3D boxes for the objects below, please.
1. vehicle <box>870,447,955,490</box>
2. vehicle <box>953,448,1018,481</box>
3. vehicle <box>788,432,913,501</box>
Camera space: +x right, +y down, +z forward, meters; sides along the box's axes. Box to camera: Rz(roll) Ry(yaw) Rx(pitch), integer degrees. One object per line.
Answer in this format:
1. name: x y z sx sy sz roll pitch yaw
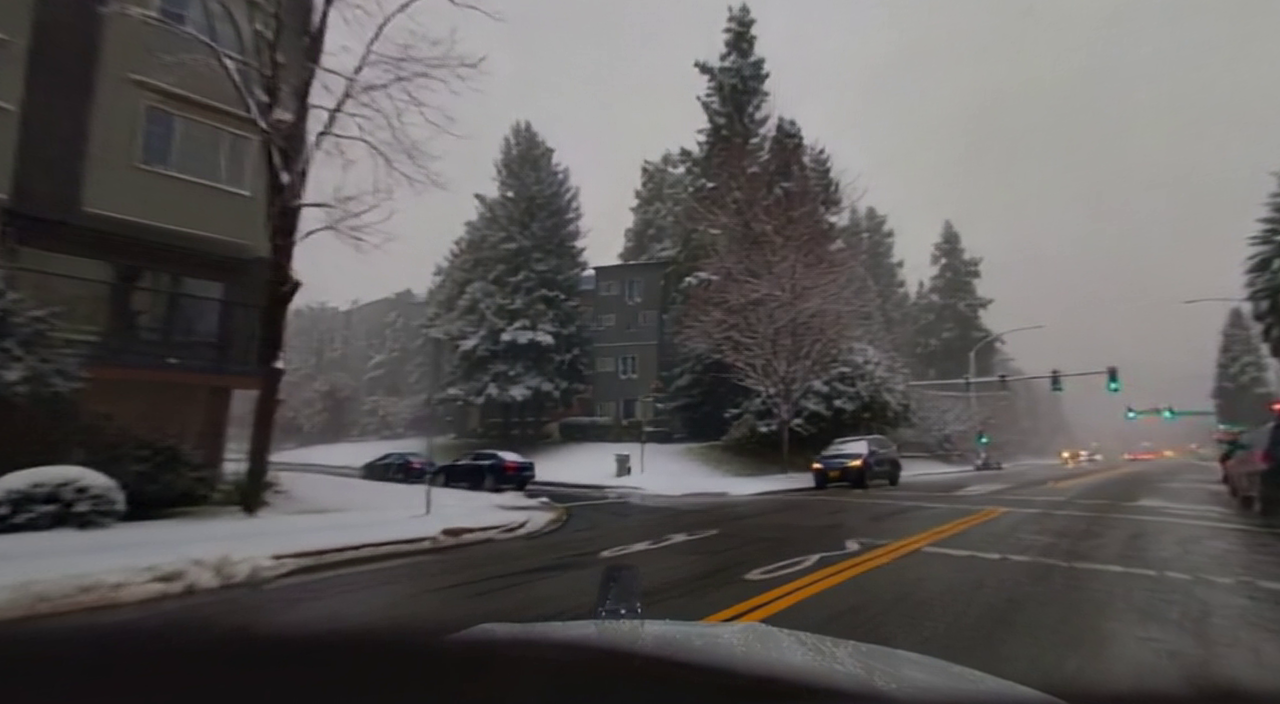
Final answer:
1. vehicle: 10.382 4.326 23.871 1.789 1.462 4.313 -7 -11 38
2. vehicle: 17.601 5.656 32.089 1.934 1.484 4.630 -7 -11 39
3. vehicle: 6.525 3.409 19.262 1.993 1.817 4.619 -7 -11 39
